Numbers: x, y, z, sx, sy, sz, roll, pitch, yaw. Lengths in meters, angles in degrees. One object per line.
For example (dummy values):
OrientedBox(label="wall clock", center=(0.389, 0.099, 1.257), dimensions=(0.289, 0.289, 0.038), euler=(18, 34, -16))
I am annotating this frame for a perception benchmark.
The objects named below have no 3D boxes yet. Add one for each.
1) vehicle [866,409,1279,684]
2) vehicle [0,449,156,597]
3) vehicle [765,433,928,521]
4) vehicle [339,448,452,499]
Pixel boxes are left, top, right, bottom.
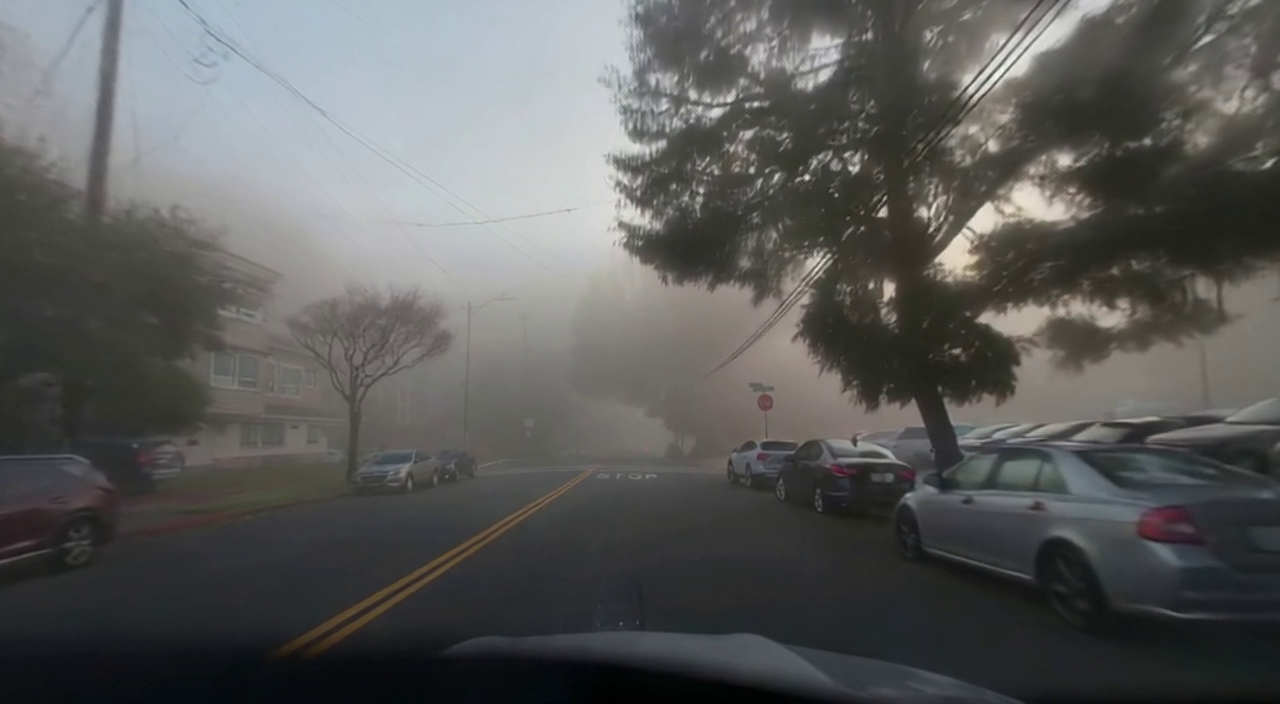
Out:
OrientedBox(label="vehicle", center=(4.053, 1.484, 5.996), dimensions=(2.133, 1.586, 4.498), euler=(0, -9, 0))
OrientedBox(label="vehicle", center=(-7.843, 1.850, 6.894), dimensions=(1.962, 1.568, 3.939), euler=(0, -9, 0))
OrientedBox(label="vehicle", center=(4.011, 2.503, 13.101), dimensions=(1.846, 1.506, 4.165), euler=(0, -9, -2))
OrientedBox(label="vehicle", center=(-7.904, 3.941, 20.967), dimensions=(1.904, 1.488, 4.600), euler=(0, -9, 0))
